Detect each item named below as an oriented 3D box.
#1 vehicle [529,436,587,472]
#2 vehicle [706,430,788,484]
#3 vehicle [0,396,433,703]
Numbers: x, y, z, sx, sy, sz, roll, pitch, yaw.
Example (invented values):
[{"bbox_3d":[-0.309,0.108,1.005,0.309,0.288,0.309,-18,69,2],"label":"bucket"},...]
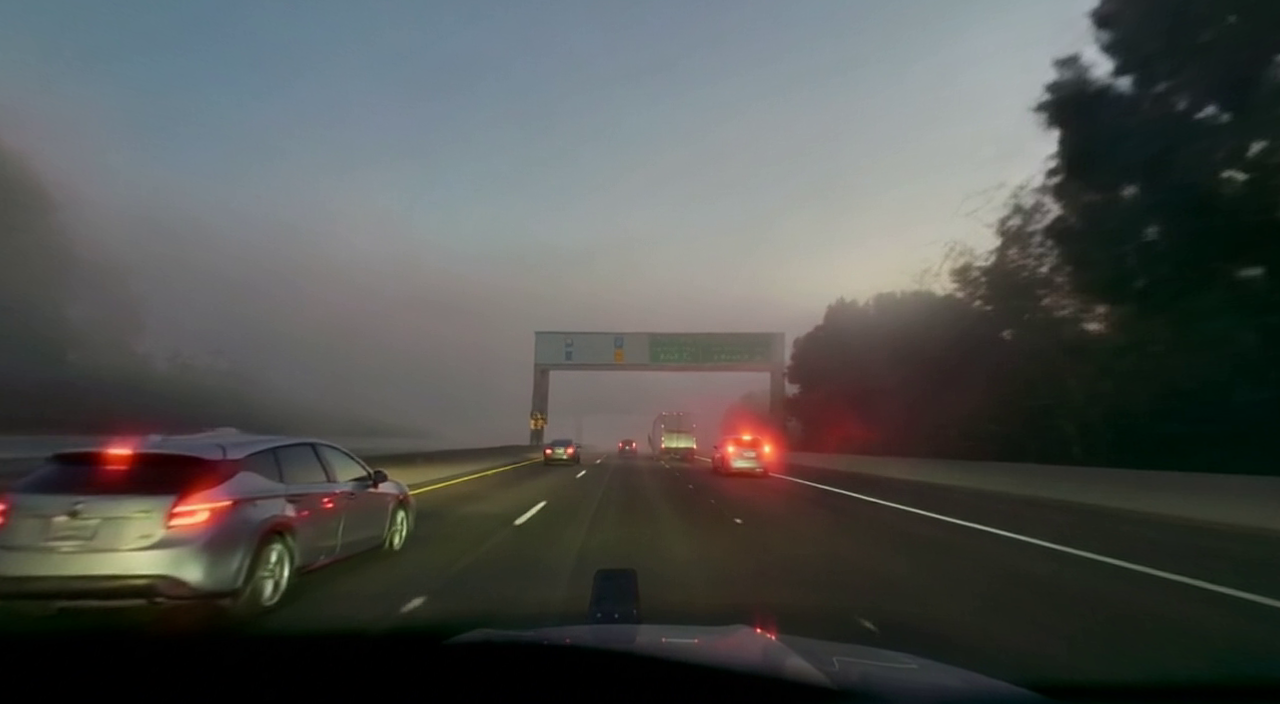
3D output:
[{"bbox_3d":[-3.581,4.537,28.308,2.064,1.479,4.370,0,-8,-1],"label":"vehicle"},{"bbox_3d":[3.552,3.562,21.626,2.001,1.625,4.088,0,-8,-1],"label":"vehicle"},{"bbox_3d":[-3.512,1.276,5.164,2.122,1.486,4.532,0,-8,0],"label":"vehicle"}]
